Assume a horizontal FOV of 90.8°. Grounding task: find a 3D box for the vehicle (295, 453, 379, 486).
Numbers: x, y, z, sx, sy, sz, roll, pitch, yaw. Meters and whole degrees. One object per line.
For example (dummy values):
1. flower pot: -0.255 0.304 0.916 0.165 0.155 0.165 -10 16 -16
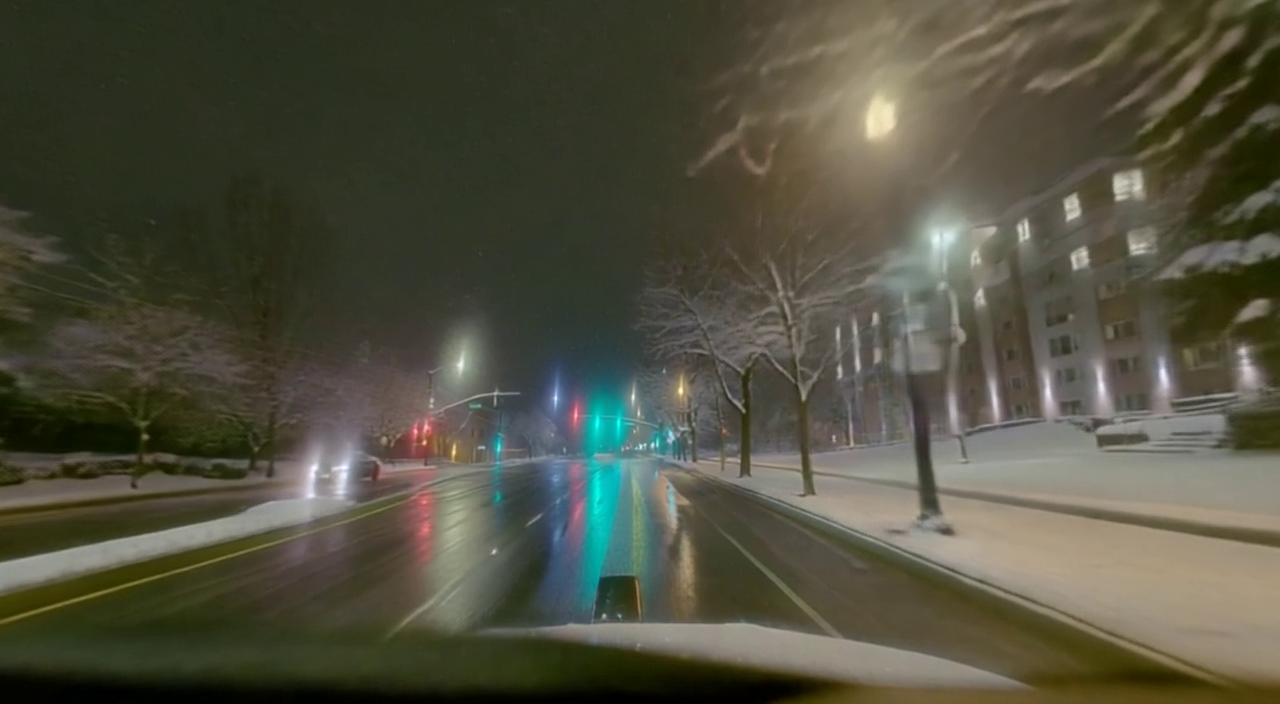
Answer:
1. vehicle: -14.891 5.773 31.360 1.898 1.469 4.577 0 -9 0
